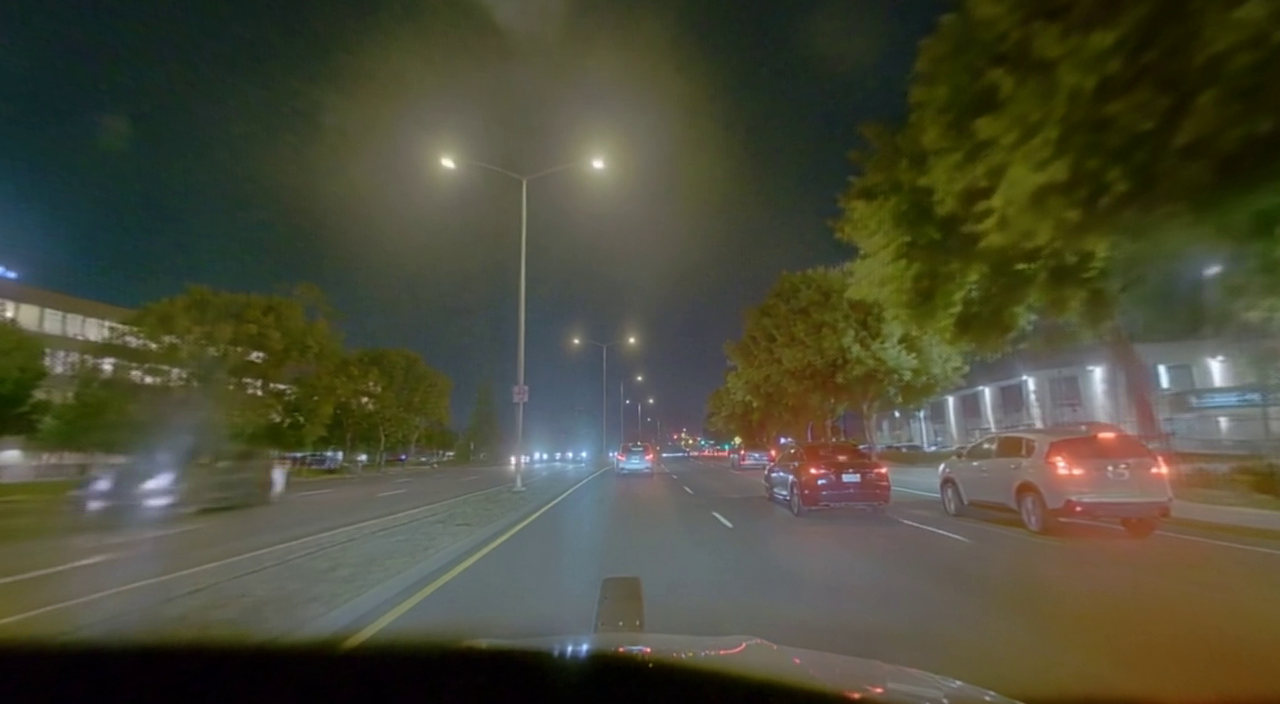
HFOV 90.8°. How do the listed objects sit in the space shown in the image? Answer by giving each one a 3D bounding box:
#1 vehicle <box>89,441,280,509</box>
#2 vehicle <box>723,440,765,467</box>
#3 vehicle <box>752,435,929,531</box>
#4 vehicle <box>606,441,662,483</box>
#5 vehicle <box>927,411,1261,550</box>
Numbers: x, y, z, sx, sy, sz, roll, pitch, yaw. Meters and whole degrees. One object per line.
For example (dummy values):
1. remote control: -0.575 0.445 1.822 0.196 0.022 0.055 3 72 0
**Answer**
1. vehicle: -12.607 3.392 17.958 1.973 1.674 4.492 0 -9 2
2. vehicle: 7.200 7.054 44.051 2.068 1.779 4.567 0 -9 -1
3. vehicle: 3.481 2.341 11.911 1.858 1.466 4.230 0 -9 -1
4. vehicle: -0.208 4.192 24.347 1.994 1.479 3.647 0 -9 0
5. vehicle: 7.038 2.030 10.667 2.134 1.810 4.590 0 -9 -1
